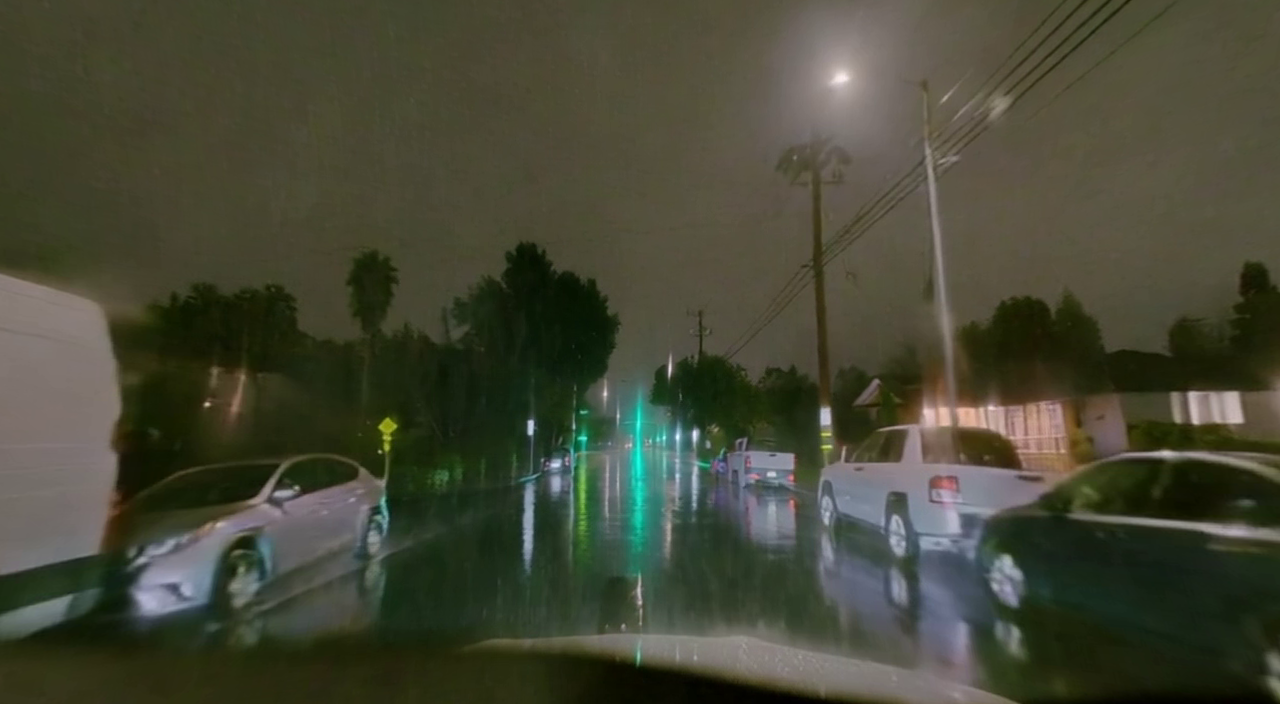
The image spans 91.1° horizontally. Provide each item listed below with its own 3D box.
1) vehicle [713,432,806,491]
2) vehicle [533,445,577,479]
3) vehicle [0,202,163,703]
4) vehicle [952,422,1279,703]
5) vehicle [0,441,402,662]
[{"bbox_3d":[4.139,3.897,22.735,2.215,1.897,5.131,0,-9,-1],"label":"vehicle"},{"bbox_3d":[-4.433,5.769,33.325,1.870,1.562,4.212,-2,-8,-2],"label":"vehicle"},{"bbox_3d":[-4.487,0.338,1.036,2.470,2.613,5.989,-4,-9,4],"label":"vehicle"},{"bbox_3d":[4.005,1.307,4.014,1.839,1.520,4.498,3,-8,1],"label":"vehicle"},{"bbox_3d":[-4.468,1.828,6.992,1.934,1.547,4.400,-1,-7,0],"label":"vehicle"}]
